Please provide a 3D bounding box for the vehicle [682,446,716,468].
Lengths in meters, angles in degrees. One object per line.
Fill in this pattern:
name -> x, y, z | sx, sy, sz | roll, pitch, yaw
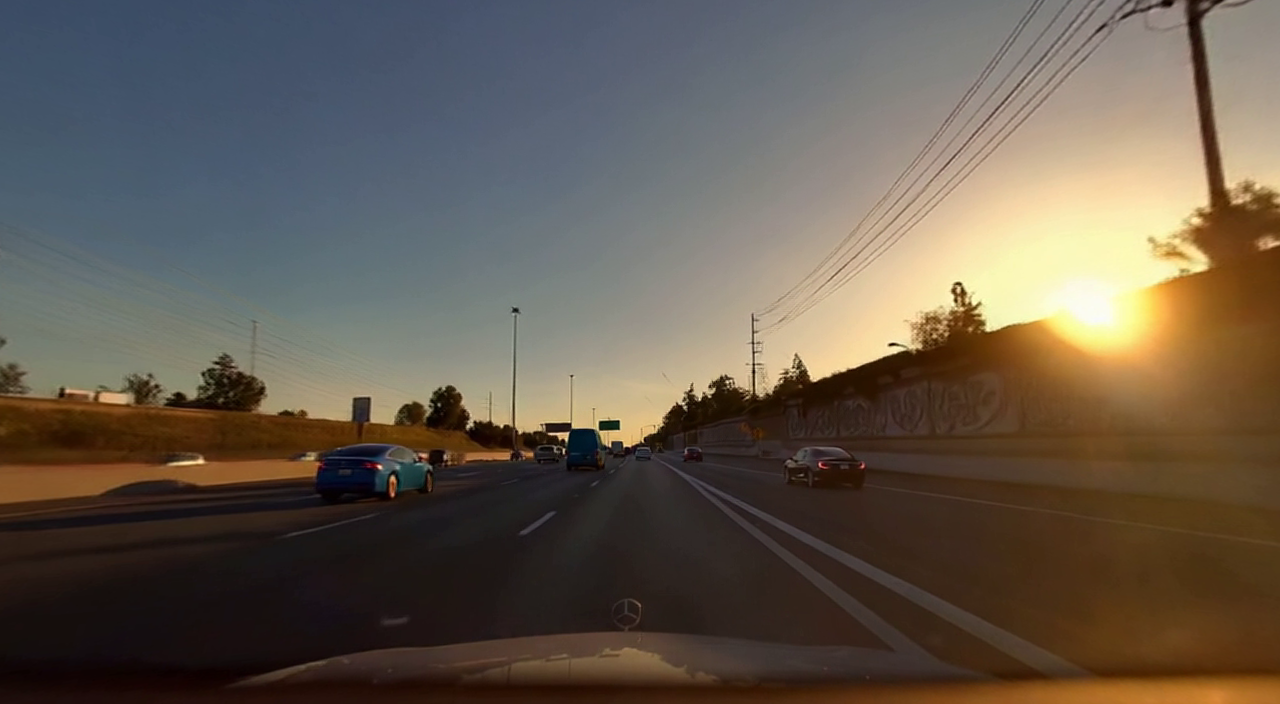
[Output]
vehicle -> 4.416, 7.926, 47.726 | 2.095, 1.504, 4.536 | 0, -9, -1

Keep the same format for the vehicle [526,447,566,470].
vehicle -> -6.440, 7.308, 43.564 | 1.944, 1.490, 4.442 | 0, -9, 1

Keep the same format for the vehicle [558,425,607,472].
vehicle -> -3.444, 5.984, 39.112 | 2.395, 2.660, 5.827 | 0, -9, 1

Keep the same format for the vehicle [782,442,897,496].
vehicle -> 6.052, 3.584, 19.715 | 2.052, 1.470, 4.364 | 0, -9, -1

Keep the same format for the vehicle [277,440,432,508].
vehicle -> -7.218, 3.106, 16.540 | 1.967, 1.525, 4.458 | 0, -9, 0

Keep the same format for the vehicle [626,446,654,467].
vehicle -> -0.037, 8.167, 49.332 | 2.084, 1.492, 4.137 | 0, -9, 0
